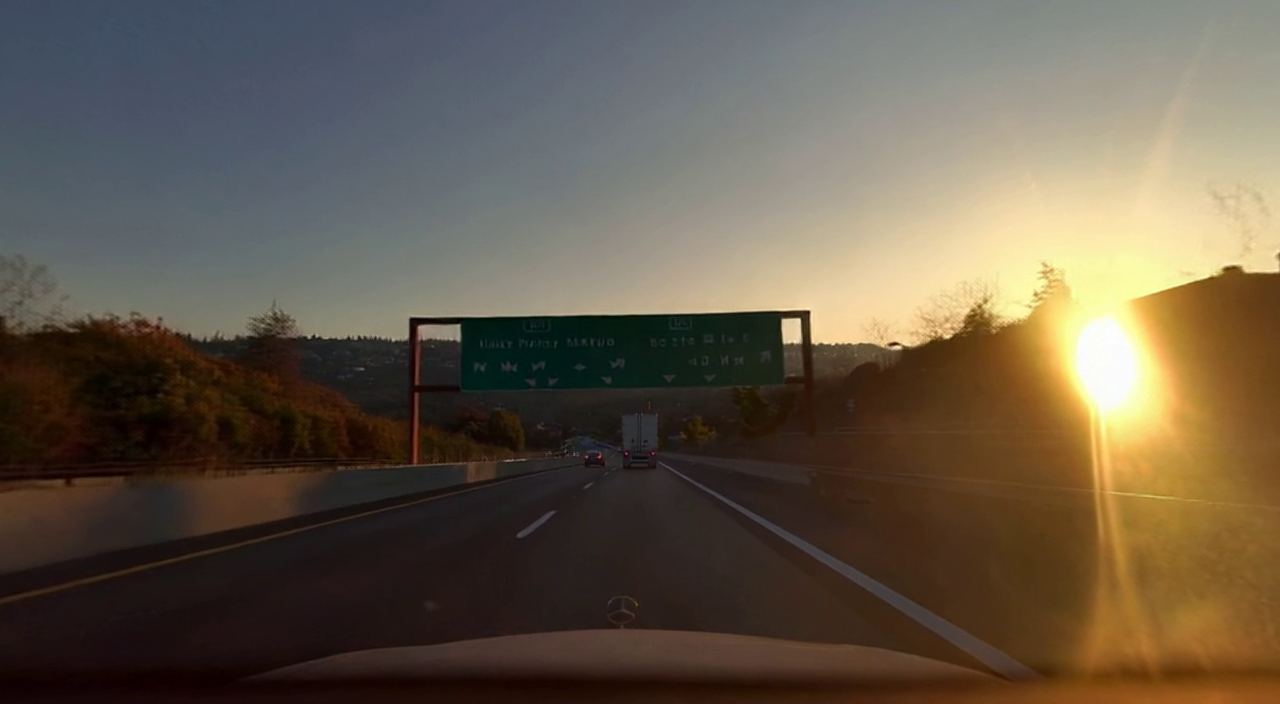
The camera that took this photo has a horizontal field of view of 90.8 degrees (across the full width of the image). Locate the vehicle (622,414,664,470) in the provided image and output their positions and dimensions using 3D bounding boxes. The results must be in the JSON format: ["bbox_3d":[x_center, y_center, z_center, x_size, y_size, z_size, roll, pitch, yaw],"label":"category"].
[{"bbox_3d":[0.080,6.960,48.409,2.864,3.805,9.500,0,-9,-2],"label":"vehicle"}]
